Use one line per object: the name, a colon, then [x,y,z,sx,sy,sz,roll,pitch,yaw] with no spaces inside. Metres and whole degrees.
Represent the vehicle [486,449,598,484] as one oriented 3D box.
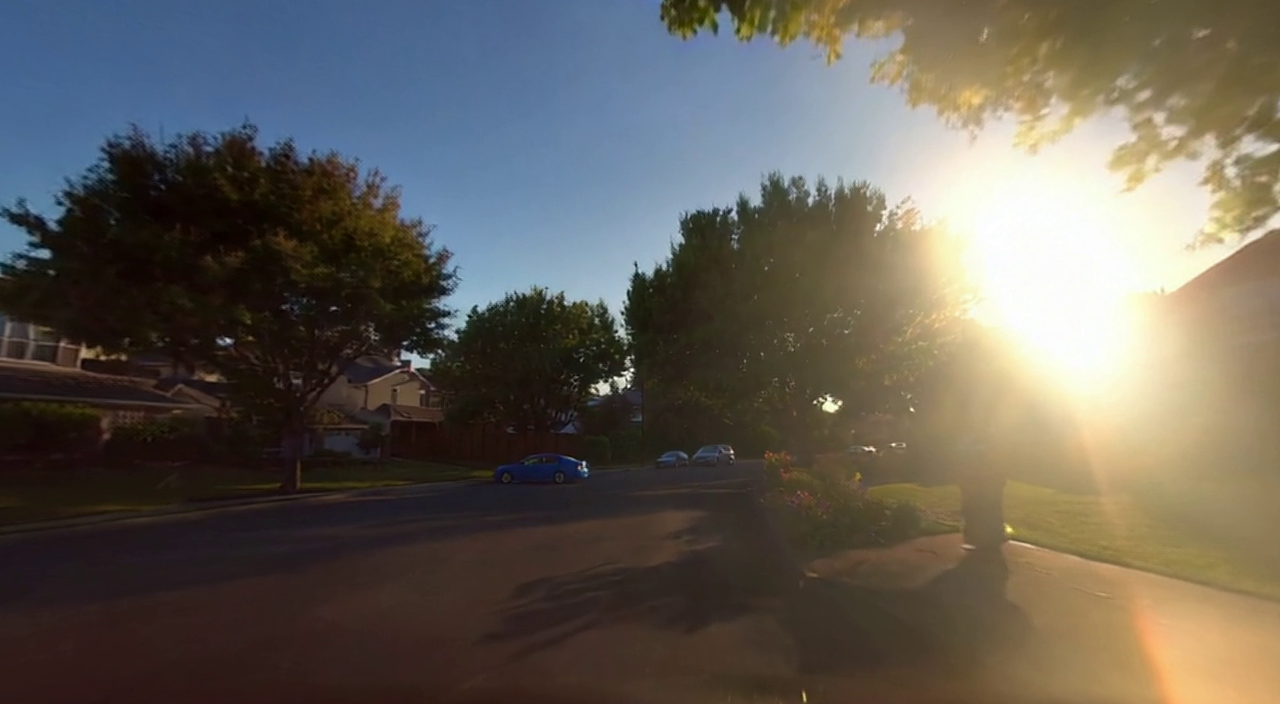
vehicle: [-4.391,5.143,28.634,4.653,1.480,1.871,-2,-9,13]
